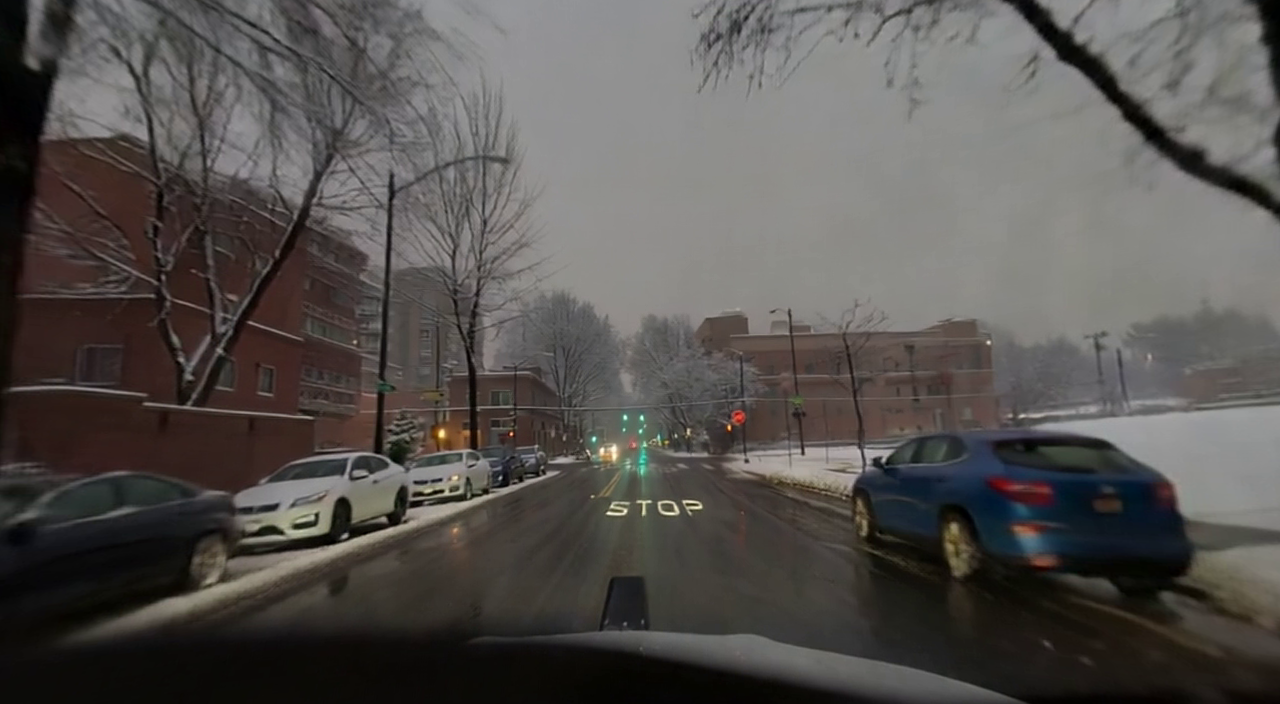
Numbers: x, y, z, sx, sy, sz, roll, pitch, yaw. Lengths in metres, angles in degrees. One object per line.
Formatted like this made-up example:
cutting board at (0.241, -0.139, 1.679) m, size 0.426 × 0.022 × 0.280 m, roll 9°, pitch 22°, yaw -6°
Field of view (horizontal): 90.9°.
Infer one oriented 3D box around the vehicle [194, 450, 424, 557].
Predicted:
vehicle at (-5.548, 2.543, 11.351) m, size 1.834 × 1.463 × 4.337 m, roll 0°, pitch -8°, yaw -1°

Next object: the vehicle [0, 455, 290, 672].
vehicle at (-5.503, 1.724, 5.692) m, size 1.873 × 1.448 × 5.013 m, roll 0°, pitch -8°, yaw -1°

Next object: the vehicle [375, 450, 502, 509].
vehicle at (-5.566, 3.563, 18.134) m, size 2.131 × 1.407 × 4.547 m, roll 0°, pitch -8°, yaw 0°

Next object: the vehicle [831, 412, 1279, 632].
vehicle at (3.784, 1.520, 6.705) m, size 1.978 × 1.554 × 4.192 m, roll 0°, pitch -8°, yaw -3°
